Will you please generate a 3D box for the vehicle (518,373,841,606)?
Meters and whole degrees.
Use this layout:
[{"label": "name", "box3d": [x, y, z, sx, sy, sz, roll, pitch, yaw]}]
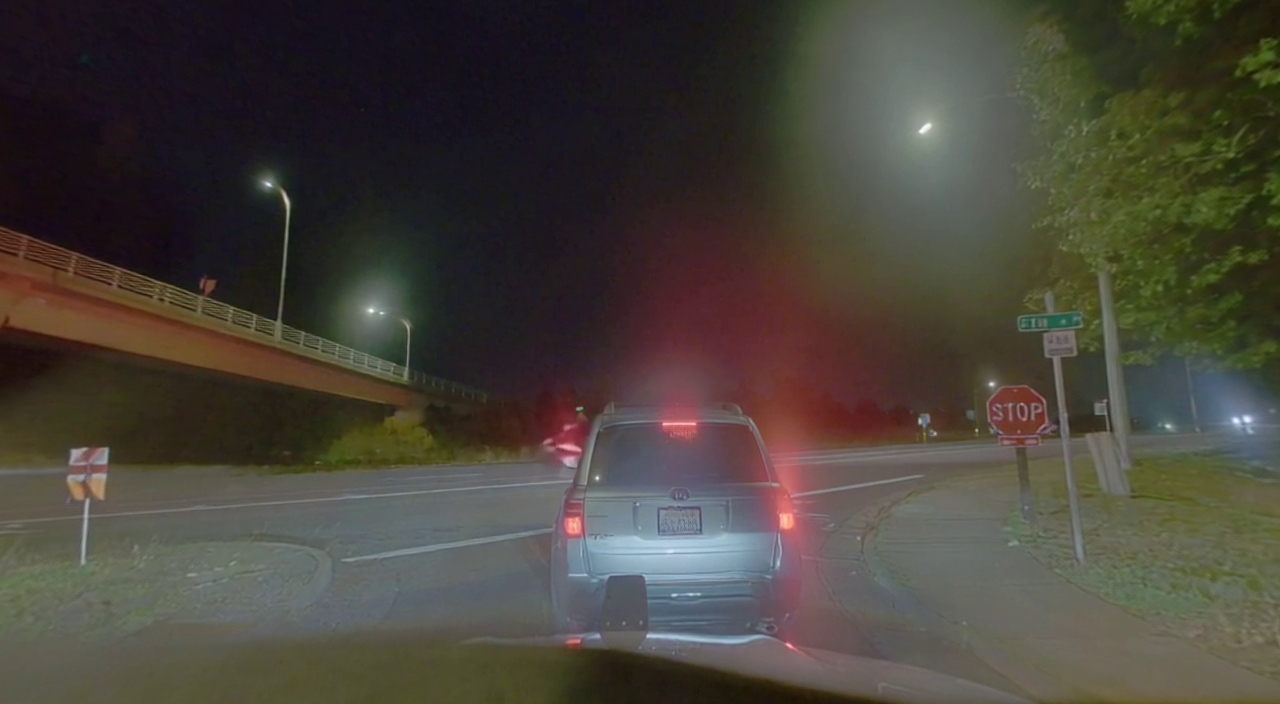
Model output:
[{"label": "vehicle", "box3d": [0.313, 1.391, 7.136, 2.494, 1.804, 4.336, 0, -9, 0]}]
